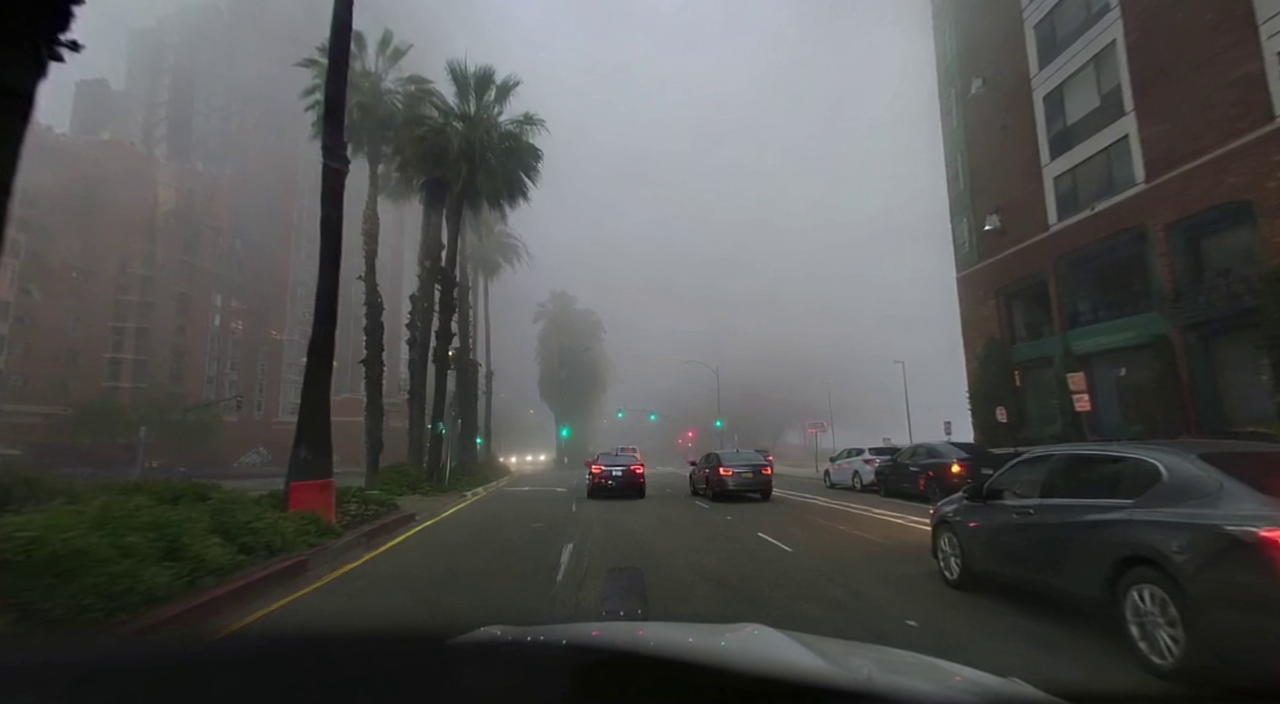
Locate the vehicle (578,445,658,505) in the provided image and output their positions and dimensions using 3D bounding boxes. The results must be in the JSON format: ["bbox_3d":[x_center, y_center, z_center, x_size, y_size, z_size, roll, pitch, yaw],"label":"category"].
[{"bbox_3d":[-0.670,3.469,18.214,2.048,1.503,3.681,0,-9,-3],"label":"vehicle"}]

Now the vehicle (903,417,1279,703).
[{"bbox_3d":[3.907,1.318,4.690,1.920,1.490,4.417,0,-9,-1],"label":"vehicle"}]

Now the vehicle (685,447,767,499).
[{"bbox_3d":[2.686,3.864,20.603,1.909,1.500,3.524,1,-9,-5],"label":"vehicle"}]

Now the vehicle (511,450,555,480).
[{"bbox_3d":[-5.748,6.109,34.490,1.977,1.501,4.435,0,-9,-5],"label":"vehicle"}]

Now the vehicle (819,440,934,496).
[{"bbox_3d":[8.025,3.967,21.966,1.946,1.715,4.365,1,-9,-5],"label":"vehicle"}]
